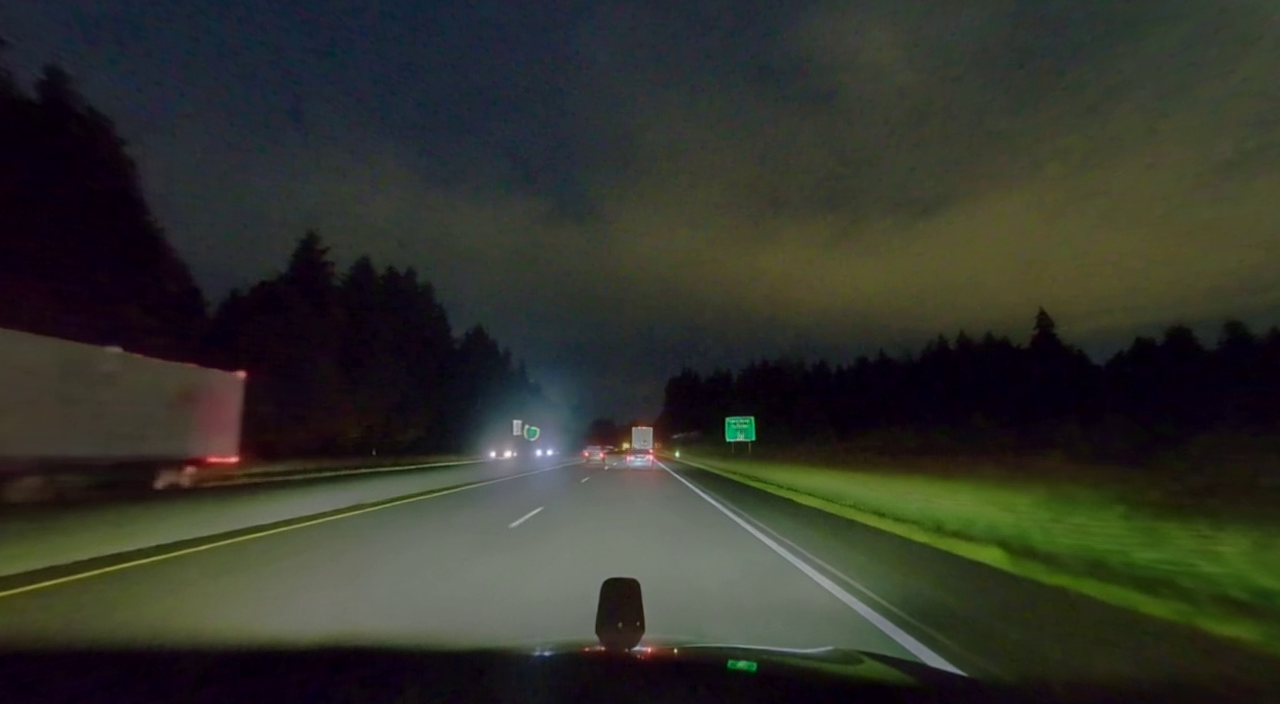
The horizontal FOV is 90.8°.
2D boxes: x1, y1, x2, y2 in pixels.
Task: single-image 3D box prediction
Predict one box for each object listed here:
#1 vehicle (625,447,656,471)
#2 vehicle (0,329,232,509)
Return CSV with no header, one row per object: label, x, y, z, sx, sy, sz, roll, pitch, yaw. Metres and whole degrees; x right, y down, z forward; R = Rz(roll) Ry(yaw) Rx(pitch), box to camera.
vehicle,0.023,6.641,39.339,1.853,1.436,3.438,0,-9,0
vehicle,-15.994,1.668,15.243,2.856,4.029,14.034,0,-9,0
